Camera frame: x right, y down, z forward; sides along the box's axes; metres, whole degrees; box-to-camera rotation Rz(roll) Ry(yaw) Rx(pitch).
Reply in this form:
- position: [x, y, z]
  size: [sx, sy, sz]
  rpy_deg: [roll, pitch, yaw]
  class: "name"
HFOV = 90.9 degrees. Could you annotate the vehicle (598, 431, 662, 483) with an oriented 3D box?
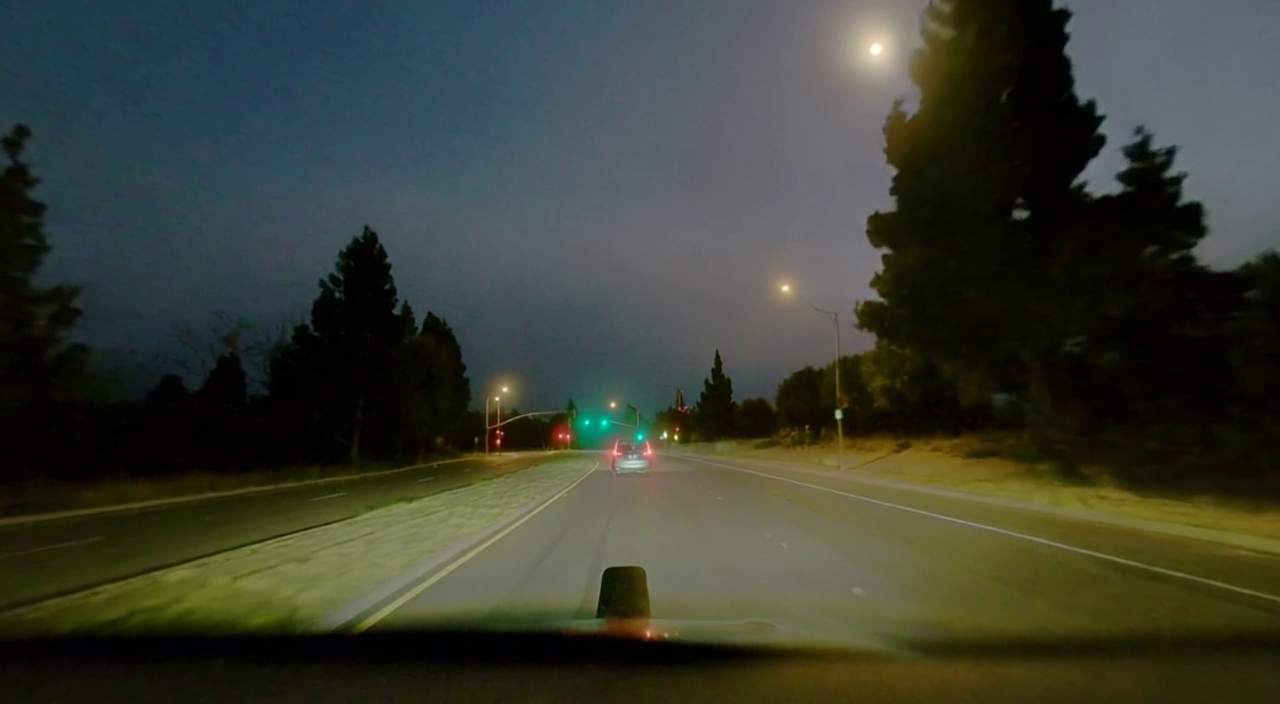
- position: [-0.363, 3.917, 23.770]
  size: [2.192, 1.734, 4.176]
  rpy_deg: [0, -8, -1]
  class: "vehicle"
